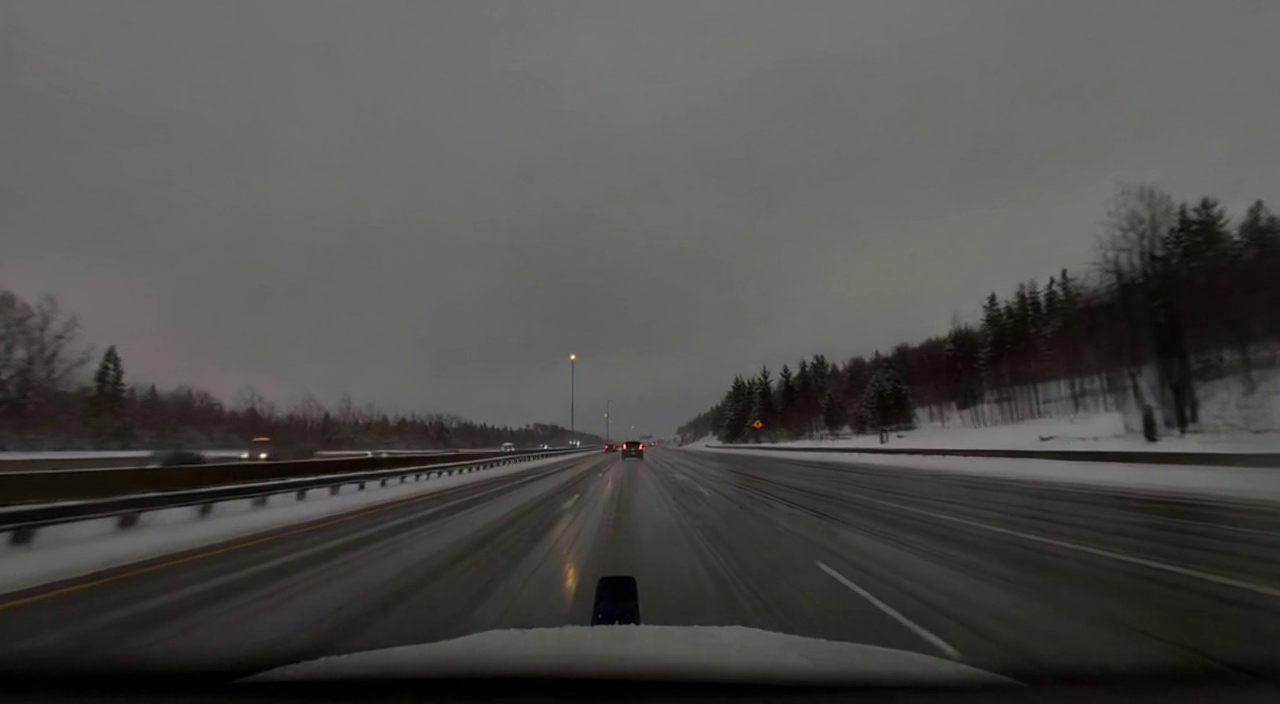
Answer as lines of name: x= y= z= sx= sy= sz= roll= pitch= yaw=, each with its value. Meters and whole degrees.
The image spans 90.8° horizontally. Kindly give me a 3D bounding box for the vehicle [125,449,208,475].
vehicle: x=-32.048 y=7.438 z=42.983 sx=2.005 sy=1.638 sz=4.730 roll=0 pitch=-9 yaw=-1
